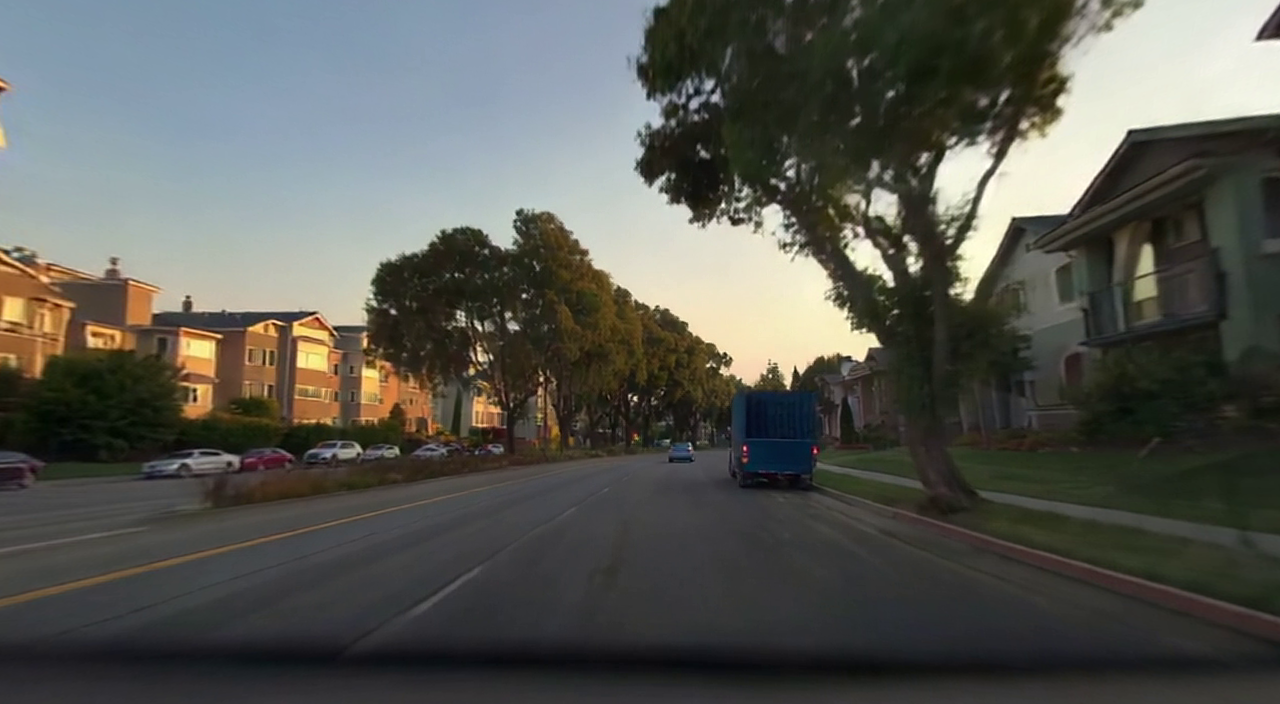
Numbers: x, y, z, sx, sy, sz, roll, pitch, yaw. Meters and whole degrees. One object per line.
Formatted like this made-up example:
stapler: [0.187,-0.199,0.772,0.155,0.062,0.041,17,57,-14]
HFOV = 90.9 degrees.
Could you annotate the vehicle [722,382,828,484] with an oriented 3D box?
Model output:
vehicle: [4.929,3.251,24.790,2.945,3.277,8.473,-1,-8,5]

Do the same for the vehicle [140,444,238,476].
vehicle: [-23.724,5.666,33.373,2.015,1.446,4.316,-2,-8,1]

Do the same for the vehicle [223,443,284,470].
vehicle: [-23.460,6.350,38.332,1.659,1.570,2.845,-1,-8,6]

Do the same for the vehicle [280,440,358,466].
vehicle: [-22.696,7.161,44.852,2.242,1.693,5.560,-2,-9,6]

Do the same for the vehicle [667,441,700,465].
vehicle: [2.690,6.103,38.177,1.871,1.370,4.206,-1,-8,6]
